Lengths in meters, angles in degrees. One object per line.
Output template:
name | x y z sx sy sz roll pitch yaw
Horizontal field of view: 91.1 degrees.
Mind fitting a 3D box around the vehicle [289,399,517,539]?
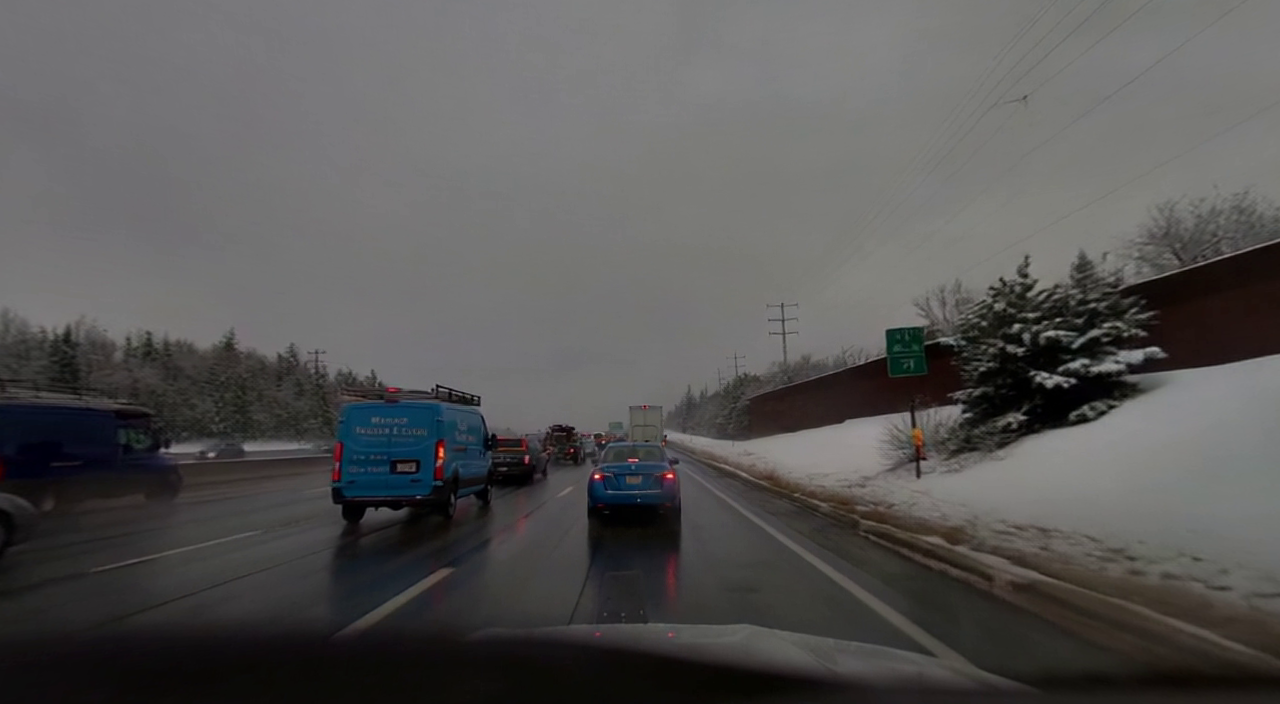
vehicle | -3.806 1.983 11.202 2.142 1.952 4.556 0 -8 2

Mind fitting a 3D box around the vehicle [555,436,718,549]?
vehicle | -0.042 2.084 10.046 2.054 1.421 4.090 0 -8 0

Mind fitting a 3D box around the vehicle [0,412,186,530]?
vehicle | -11.235 2.122 11.512 2.040 1.872 4.969 0 -8 0
